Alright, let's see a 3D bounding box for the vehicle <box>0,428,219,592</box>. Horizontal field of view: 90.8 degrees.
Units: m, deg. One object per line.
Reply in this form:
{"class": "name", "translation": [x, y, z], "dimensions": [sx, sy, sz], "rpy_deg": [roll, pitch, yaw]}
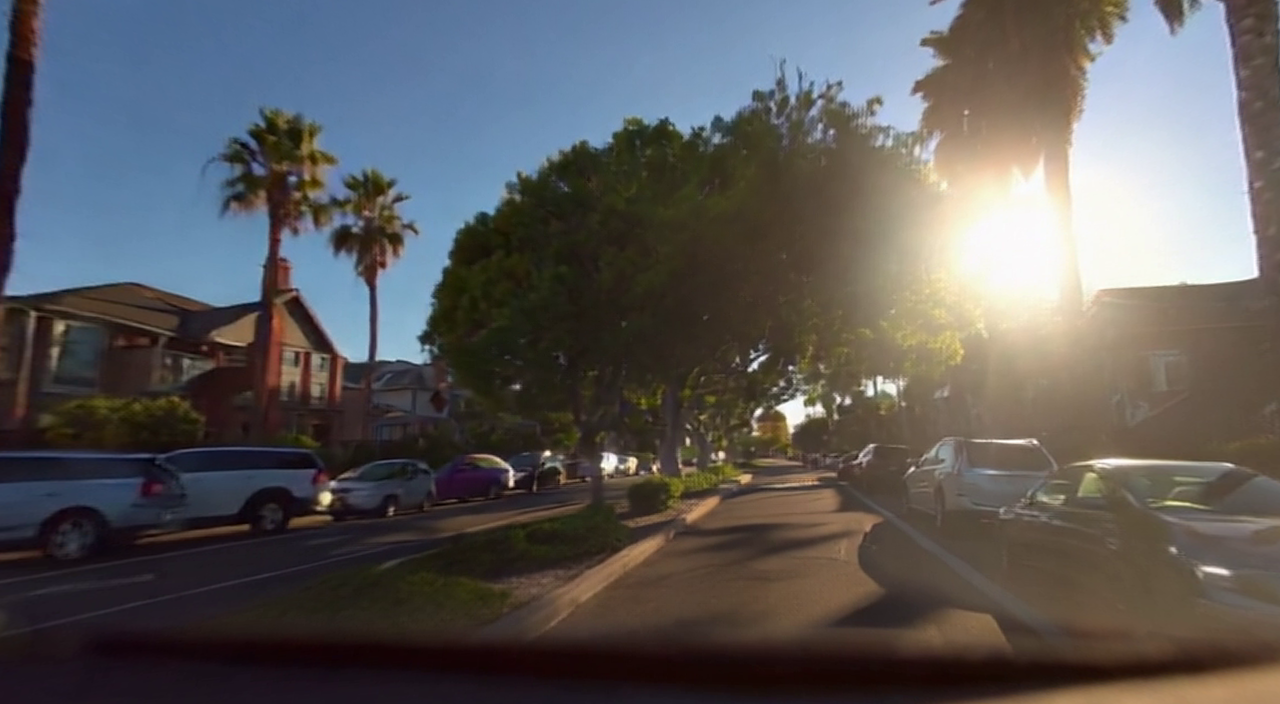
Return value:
{"class": "vehicle", "translation": [-8.404, 1.855, 7.800], "dimensions": [4.866, 1.752, 1.998], "rpy_deg": [0, -8, -4]}

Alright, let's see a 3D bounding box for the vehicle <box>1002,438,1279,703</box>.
{"class": "vehicle", "translation": [4.589, 1.418, 4.914], "dimensions": [2.001, 1.461, 4.492], "rpy_deg": [-3, -9, 16]}

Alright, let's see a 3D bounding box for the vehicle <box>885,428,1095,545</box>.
{"class": "vehicle", "translation": [5.978, 2.296, 11.525], "dimensions": [2.016, 1.670, 4.372], "rpy_deg": [-2, -8, 11]}
